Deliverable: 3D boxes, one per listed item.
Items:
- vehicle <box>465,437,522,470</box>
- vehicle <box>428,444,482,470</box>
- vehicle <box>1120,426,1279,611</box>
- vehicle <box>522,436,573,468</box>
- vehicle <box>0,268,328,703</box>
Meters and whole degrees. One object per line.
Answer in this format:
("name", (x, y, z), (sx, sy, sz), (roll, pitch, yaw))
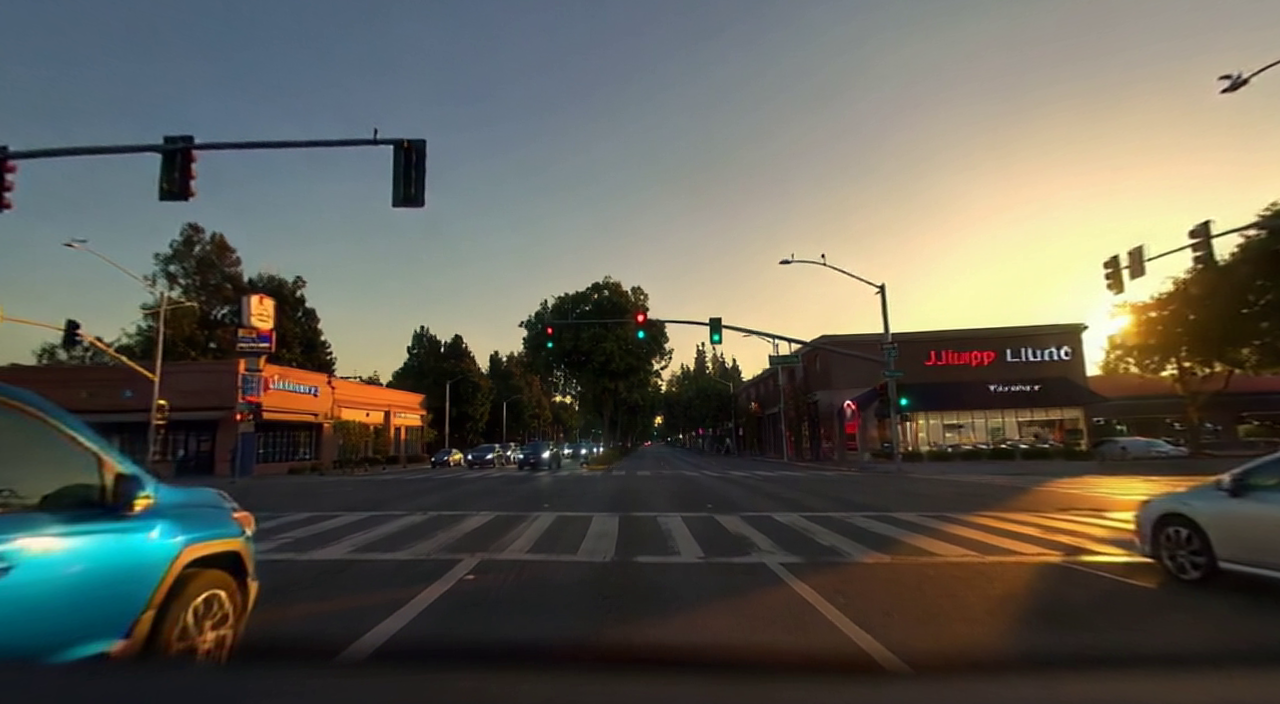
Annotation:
("vehicle", (-8.424, 5.895, 36.909), (2.273, 1.791, 4.809), (0, -8, -1))
("vehicle", (-11.336, 6.441, 38.944), (2.003, 1.476, 4.082), (0, -8, 1))
("vehicle", (6.162, 1.229, 4.324), (1.972, 1.476, 4.775), (0, -8, 0))
("vehicle", (-5.466, 5.991, 38.094), (2.384, 1.787, 5.038), (0, -8, -1))
("vehicle", (-3.328, 0.630, 1.874), (2.313, 1.883, 5.016), (0, -9, -1))
